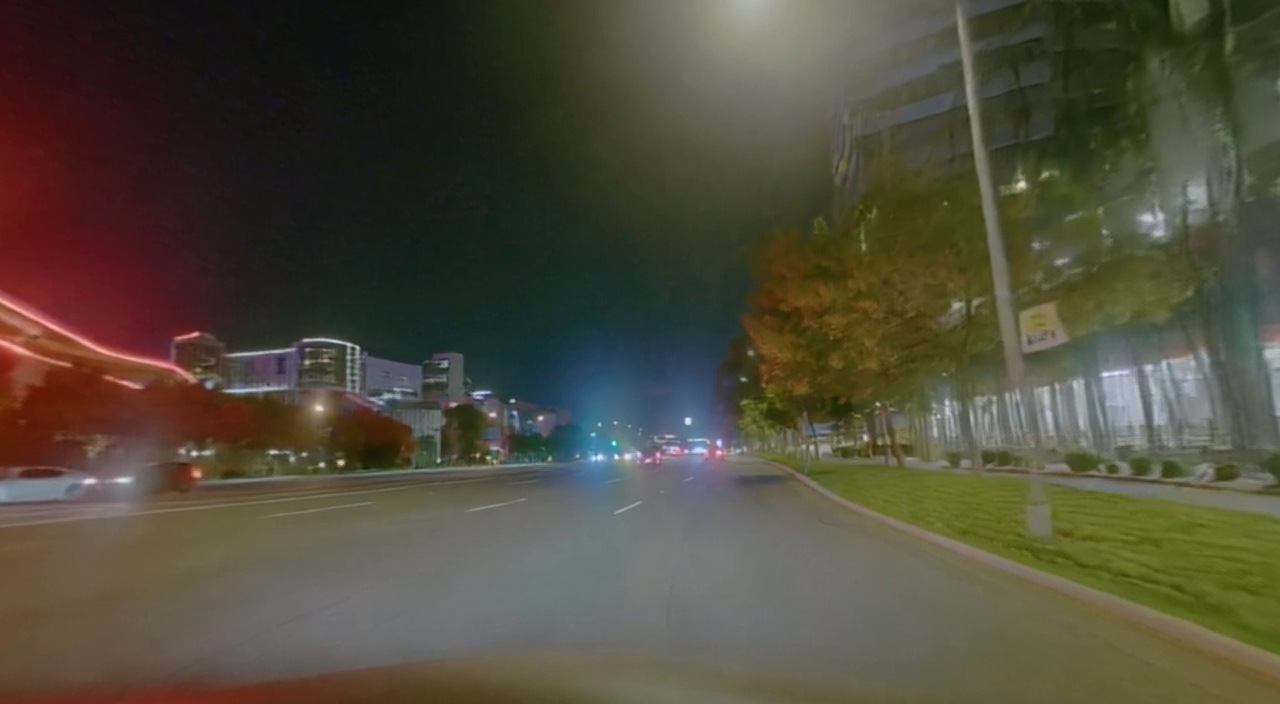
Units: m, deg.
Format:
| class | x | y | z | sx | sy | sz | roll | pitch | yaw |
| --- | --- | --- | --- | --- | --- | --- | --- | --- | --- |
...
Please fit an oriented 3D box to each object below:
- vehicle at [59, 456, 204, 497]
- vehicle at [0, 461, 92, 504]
| class | x | y | z | sx | sy | sz | roll | pitch | yaw |
| --- | --- | --- | --- | --- | --- | --- | --- | --- | --- |
| vehicle | -21.832 | 5.342 | 27.425 | 1.872 | 1.493 | 4.724 | -2 | -8 | 10 |
| vehicle | -25.552 | 5.311 | 25.866 | 1.867 | 1.540 | 4.423 | -2 | -8 | 9 |
